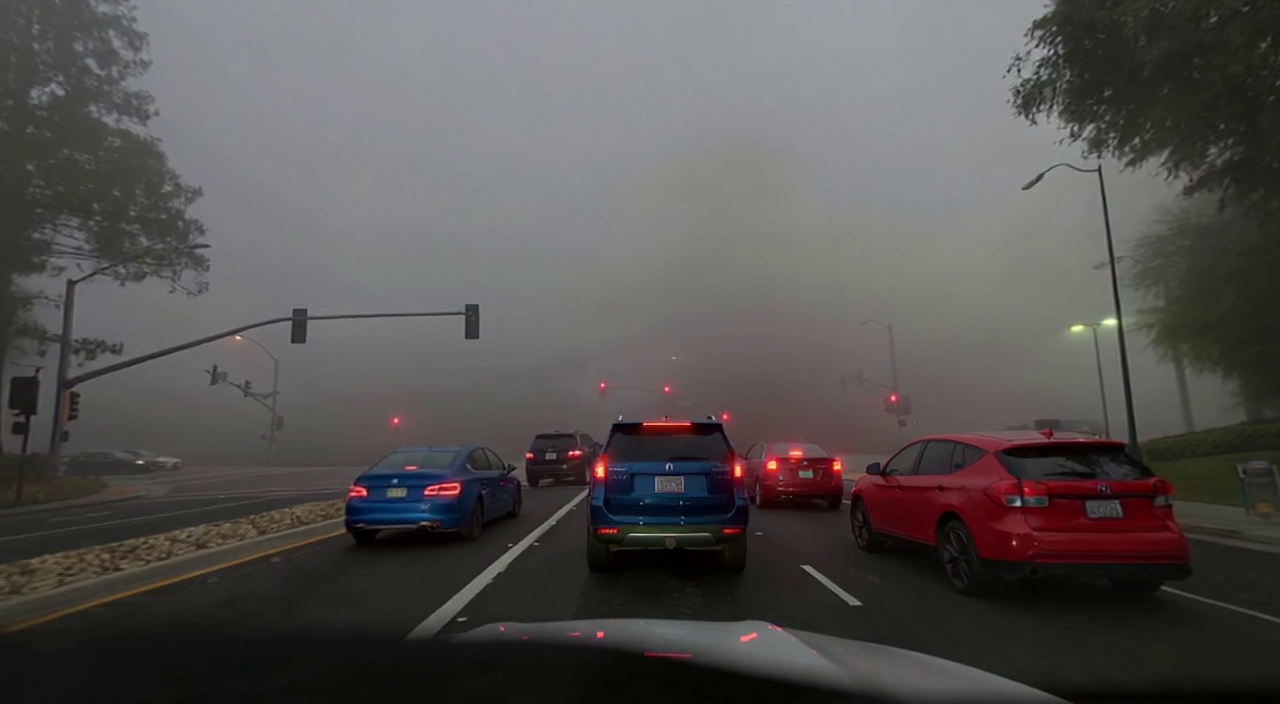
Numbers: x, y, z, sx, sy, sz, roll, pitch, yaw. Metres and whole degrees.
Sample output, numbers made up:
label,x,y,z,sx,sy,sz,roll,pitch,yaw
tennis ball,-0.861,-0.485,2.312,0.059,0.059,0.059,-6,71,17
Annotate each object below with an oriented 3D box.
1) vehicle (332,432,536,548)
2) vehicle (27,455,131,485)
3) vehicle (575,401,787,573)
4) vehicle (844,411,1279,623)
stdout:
label,x,y,z,sx,sy,sz,roll,pitch,yaw
vehicle,-3.036,2.117,10.401,1.876,1.497,4.308,0,-8,1
vehicle,-32.910,6.913,37.040,4.395,1.636,1.926,-1,-8,6
vehicle,0.409,1.711,8.737,2.172,1.764,4.338,0,-8,0
vehicle,3.916,1.551,6.861,1.954,1.592,3.992,0,-8,-2
